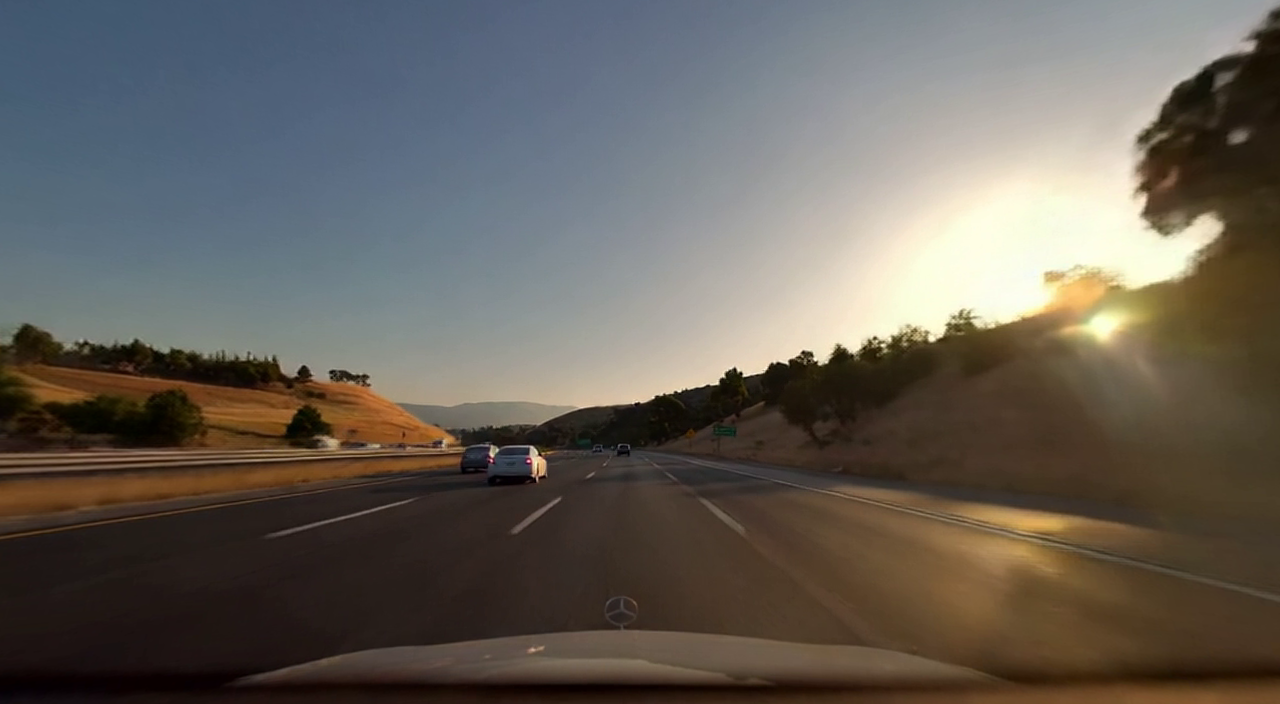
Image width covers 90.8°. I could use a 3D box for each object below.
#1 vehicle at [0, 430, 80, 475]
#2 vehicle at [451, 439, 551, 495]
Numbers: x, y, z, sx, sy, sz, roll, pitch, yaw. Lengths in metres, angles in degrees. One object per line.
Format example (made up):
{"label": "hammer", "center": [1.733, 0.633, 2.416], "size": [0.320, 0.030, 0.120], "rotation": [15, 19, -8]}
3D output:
{"label": "vehicle", "center": [-24.990, 3.951, 24.751], "size": [1.902, 1.663, 4.507], "rotation": [0, -9, -1]}
{"label": "vehicle", "center": [-4.133, 3.514, 19.624], "size": [2.073, 1.516, 4.478], "rotation": [0, -9, 0]}
